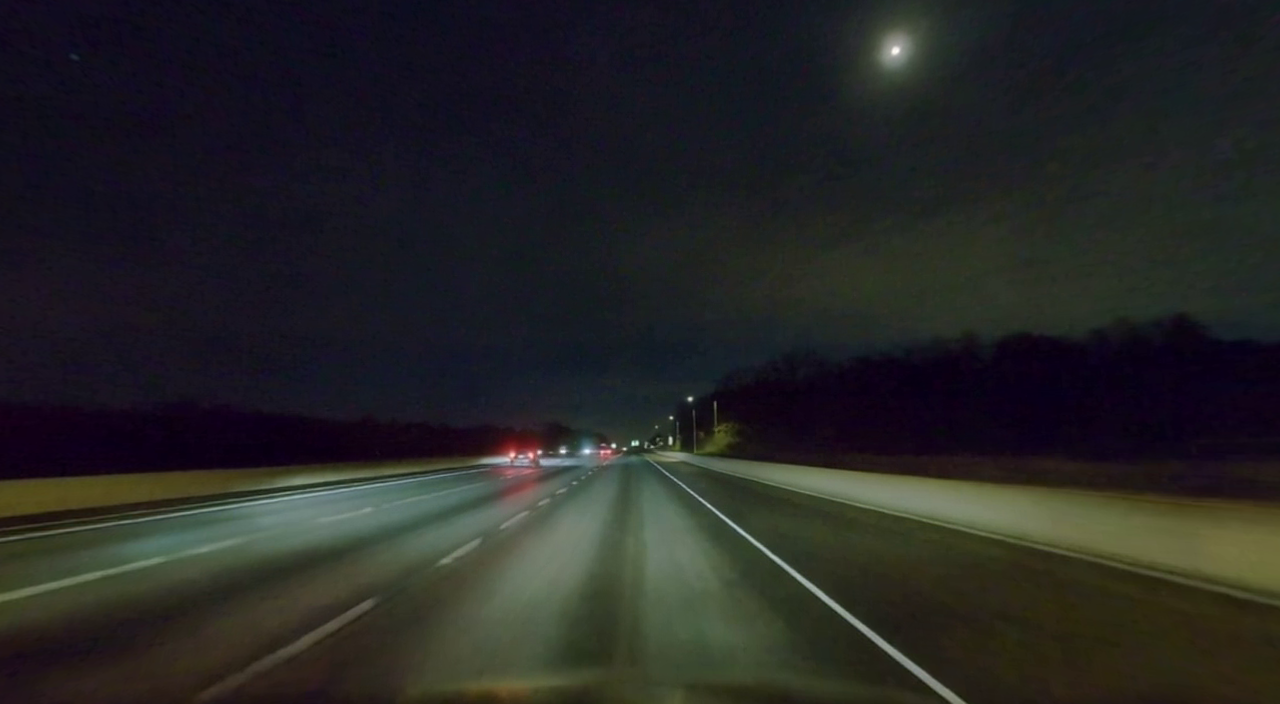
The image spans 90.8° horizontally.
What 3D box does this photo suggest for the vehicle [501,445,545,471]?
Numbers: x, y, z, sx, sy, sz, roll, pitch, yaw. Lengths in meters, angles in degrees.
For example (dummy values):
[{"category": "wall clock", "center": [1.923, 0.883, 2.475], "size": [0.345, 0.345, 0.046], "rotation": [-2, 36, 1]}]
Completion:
[{"category": "vehicle", "center": [-7.650, 6.968, 41.603], "size": [2.098, 1.606, 4.227], "rotation": [0, -9, 0]}]
